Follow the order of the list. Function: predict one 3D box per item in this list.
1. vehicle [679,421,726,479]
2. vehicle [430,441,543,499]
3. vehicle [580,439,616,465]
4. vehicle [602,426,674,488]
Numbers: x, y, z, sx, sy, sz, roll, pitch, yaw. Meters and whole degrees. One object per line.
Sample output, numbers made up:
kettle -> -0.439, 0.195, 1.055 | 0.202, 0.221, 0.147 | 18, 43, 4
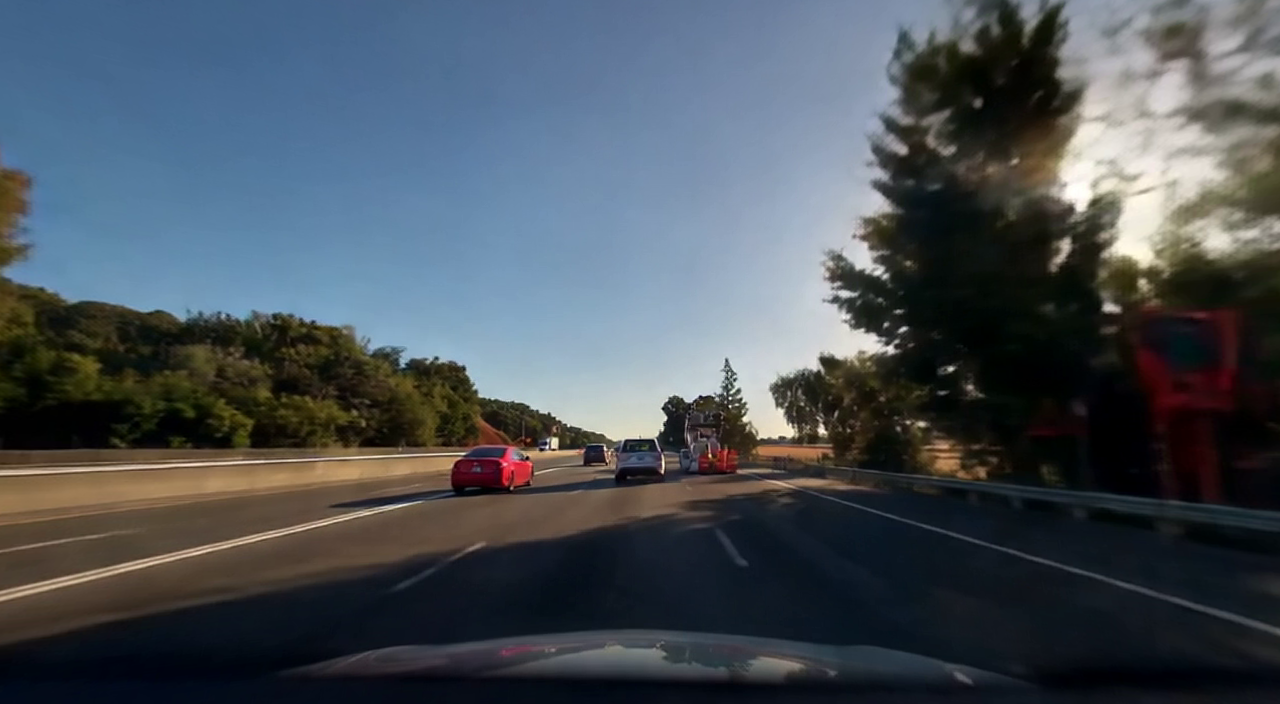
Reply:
vehicle -> 4.506, 7.317, 47.410 | 2.793, 3.828, 9.580 | 0, -8, 2
vehicle -> -4.332, 3.390, 18.583 | 2.096, 1.469, 4.319 | 0, -8, 2
vehicle -> -3.175, 7.634, 48.369 | 2.170, 1.859, 4.733 | -1, -8, 3
vehicle -> -0.004, 3.727, 22.680 | 2.308, 1.993, 4.631 | 0, -8, 2
